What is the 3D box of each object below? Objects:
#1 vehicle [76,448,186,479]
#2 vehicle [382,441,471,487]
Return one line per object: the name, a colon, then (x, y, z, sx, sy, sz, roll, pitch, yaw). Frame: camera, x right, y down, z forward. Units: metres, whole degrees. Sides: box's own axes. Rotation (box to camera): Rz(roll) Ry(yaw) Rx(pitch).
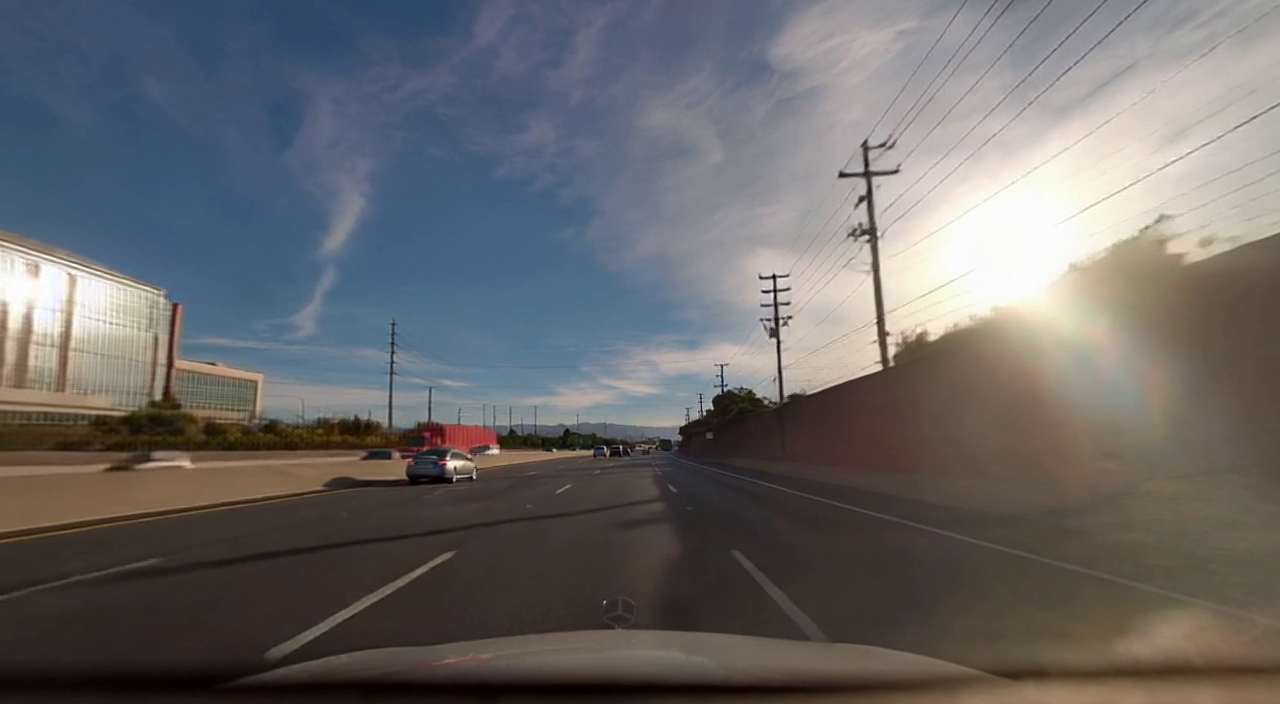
vehicle: (-25.878, 5.671, 32.356, 1.917, 1.431, 4.473, 0, -9, 0)
vehicle: (-7.980, 4.218, 24.046, 2.013, 1.574, 3.923, 0, -9, 0)
